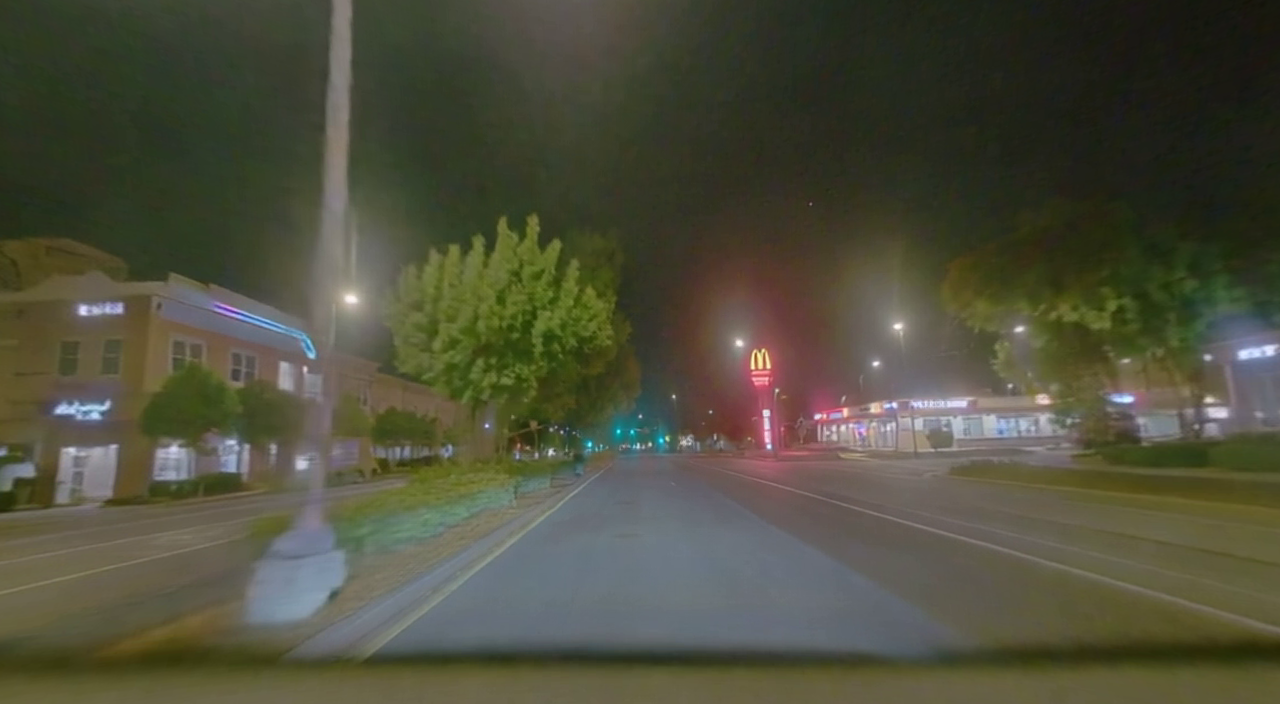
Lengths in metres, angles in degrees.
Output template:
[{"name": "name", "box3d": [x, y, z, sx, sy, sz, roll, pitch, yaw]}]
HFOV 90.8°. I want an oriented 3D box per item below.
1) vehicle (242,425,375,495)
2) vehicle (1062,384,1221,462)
[{"name": "vehicle", "box3d": [-19.571, 6.448, 38.279, 2.966, 3.698, 9.217, 0, -9, 0]}, {"name": "vehicle", "box3d": [28.934, 4.177, 36.462, 8.627, 4.134, 2.881, 3, -9, -22]}]
